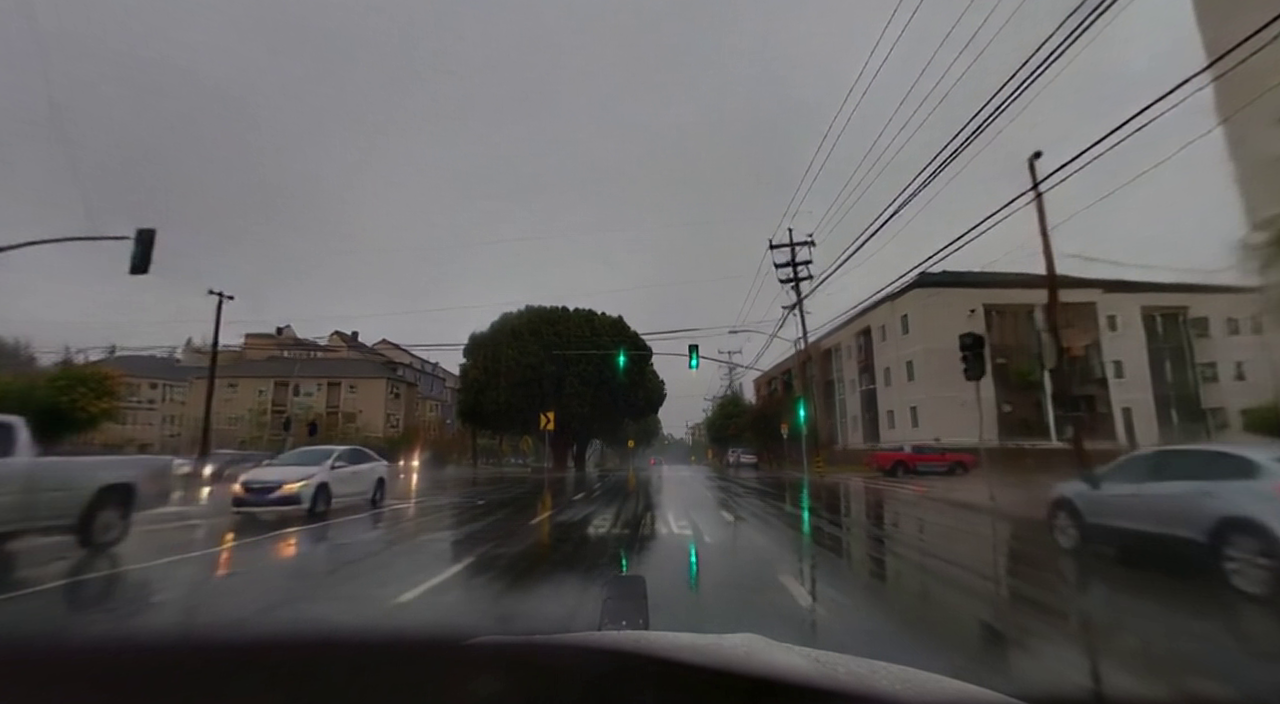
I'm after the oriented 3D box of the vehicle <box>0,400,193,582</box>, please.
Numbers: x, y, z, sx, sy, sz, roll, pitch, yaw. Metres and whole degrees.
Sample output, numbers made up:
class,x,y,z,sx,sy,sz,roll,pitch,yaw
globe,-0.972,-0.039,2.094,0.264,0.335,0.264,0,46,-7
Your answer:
class,x,y,z,sx,sy,sz,roll,pitch,yaw
vehicle,-7.412,1.400,6.372,2.074,1.794,4.832,0,-8,3

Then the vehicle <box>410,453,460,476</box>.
class,x,y,z,sx,sy,sz,roll,pitch,yaw
vehicle,-15.158,8.315,46.810,1.951,1.595,4.548,-1,-8,4

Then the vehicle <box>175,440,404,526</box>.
class,x,y,z,sx,sy,sz,roll,pitch,yaw
vehicle,-6.971,2.619,13.336,1.953,1.471,4.744,0,-8,3

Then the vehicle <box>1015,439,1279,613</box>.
class,x,y,z,sx,sy,sz,roll,pitch,yaw
vehicle,6.511,1.781,7.343,1.838,1.496,4.064,0,-8,1

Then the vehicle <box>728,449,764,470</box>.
class,x,y,z,sx,sy,sz,roll,pitch,yaw
vehicle,7.990,8.143,47.824,1.875,1.481,4.434,0,-8,-1

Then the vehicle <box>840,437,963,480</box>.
class,x,y,z,sx,sy,sz,roll,pitch,yaw
vehicle,10.549,4.324,25.714,4.171,1.654,1.919,-1,-8,5
